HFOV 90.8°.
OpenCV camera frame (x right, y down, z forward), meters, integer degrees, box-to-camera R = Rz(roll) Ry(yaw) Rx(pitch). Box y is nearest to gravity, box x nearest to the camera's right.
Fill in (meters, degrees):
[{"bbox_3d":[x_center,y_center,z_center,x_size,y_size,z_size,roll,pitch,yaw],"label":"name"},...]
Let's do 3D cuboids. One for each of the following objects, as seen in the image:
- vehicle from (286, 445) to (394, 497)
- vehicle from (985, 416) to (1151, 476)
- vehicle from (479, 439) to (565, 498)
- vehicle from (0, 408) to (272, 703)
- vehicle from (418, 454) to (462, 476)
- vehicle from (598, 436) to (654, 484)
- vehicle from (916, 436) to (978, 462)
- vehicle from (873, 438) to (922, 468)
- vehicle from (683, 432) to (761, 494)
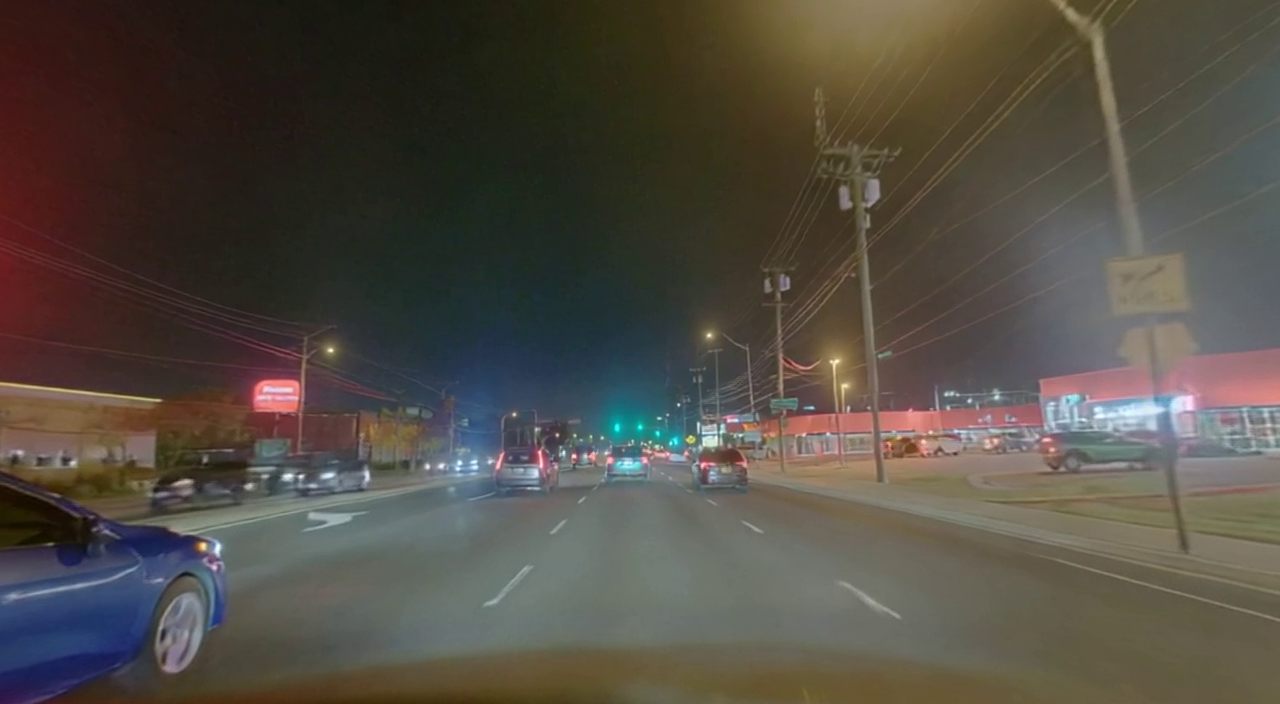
[{"bbox_3d":[-11.297,4.493,24.211,2.016,1.773,4.433,0,-9,-2],"label":"vehicle"},{"bbox_3d":[16.117,3.652,24.393,2.409,1.981,5.809,-2,-9,1],"label":"vehicle"},{"bbox_3d":[-3.671,3.706,20.433,2.051,1.671,3.861,0,-9,0],"label":"vehicle"},{"bbox_3d":[-3.397,0.887,1.812,2.022,1.498,4.471,0,-9,-1],"label":"vehicle"},{"bbox_3d":[-15.490,8.759,49.139,1.986,1.553,4.640,0,-9,-1],"label":"vehicle"},{"bbox_3d":[-0.641,4.781,28.149,2.326,1.925,4.253,0,-9,-2],"label":"vehicle"},{"bbox_3d":[19.266,6.120,39.821,1.883,1.499,4.403,-1,-9,3],"label":"vehicle"},{"bbox_3d":[14.781,5.777,36.117,1.990,1.597,4.475,-5,-10,29],"label":"vehicle"},{"bbox_3d":[2.722,3.812,21.967,2.026,1.904,4.102,0,-9,-2],"label":"vehicle"}]
